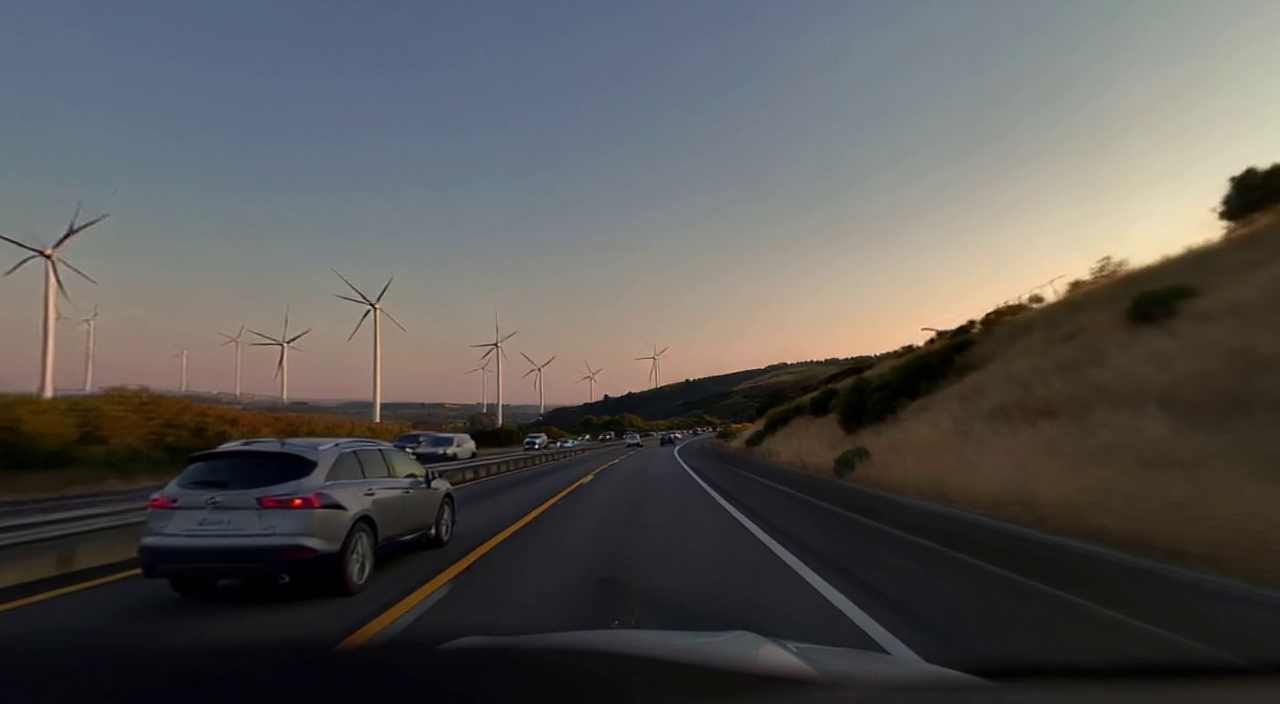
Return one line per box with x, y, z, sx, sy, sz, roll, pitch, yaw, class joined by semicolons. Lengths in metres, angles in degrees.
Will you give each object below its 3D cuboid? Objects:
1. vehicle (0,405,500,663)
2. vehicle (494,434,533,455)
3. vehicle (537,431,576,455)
-2.769;1.327;5.836;1.918;1.443;4.422;0;-8;0;vehicle
-9.354;6.861;46.851;1.866;1.501;3.849;0;-8;3;vehicle
-5.736;6.308;43.790;2.012;1.564;3.878;0;-8;3;vehicle
